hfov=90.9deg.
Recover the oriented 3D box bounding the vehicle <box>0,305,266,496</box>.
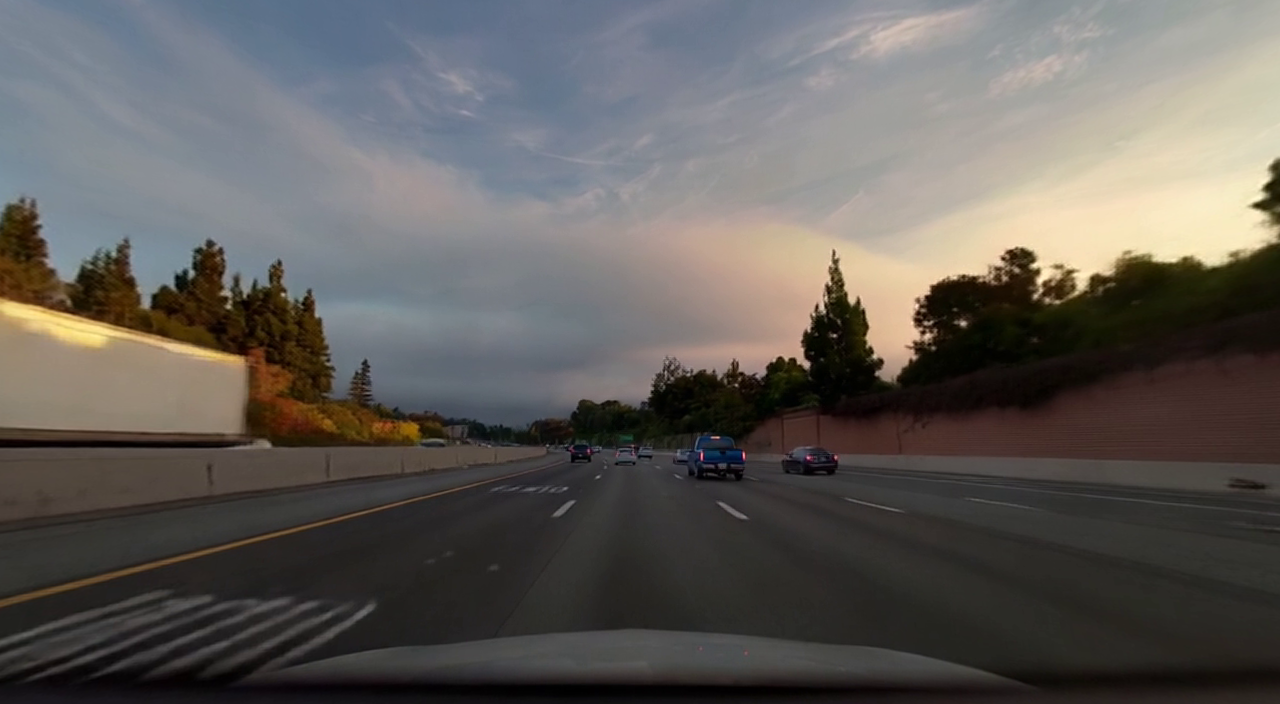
[{"bbox_3d":[-13.892,1.152,13.525,3.332,3.597,13.916,0,-8,0],"label":"vehicle"}]

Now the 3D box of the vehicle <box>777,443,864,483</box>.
[{"bbox_3d":[7.333,4.548,26.242,1.976,1.485,4.925,0,-8,-3],"label":"vehicle"}]

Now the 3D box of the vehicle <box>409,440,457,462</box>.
[{"bbox_3d":[-14.751,7.069,45.275,2.044,1.488,4.527,0,-8,-2],"label":"vehicle"}]

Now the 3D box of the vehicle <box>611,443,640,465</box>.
[{"bbox_3d":[-1.161,7.870,48.784,2.050,1.607,3.821,0,-8,-3],"label":"vehicle"}]

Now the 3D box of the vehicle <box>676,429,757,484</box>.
[{"bbox_3d":[2.922,4.167,25.479,2.374,1.952,5.431,0,-8,-2],"label":"vehicle"}]
